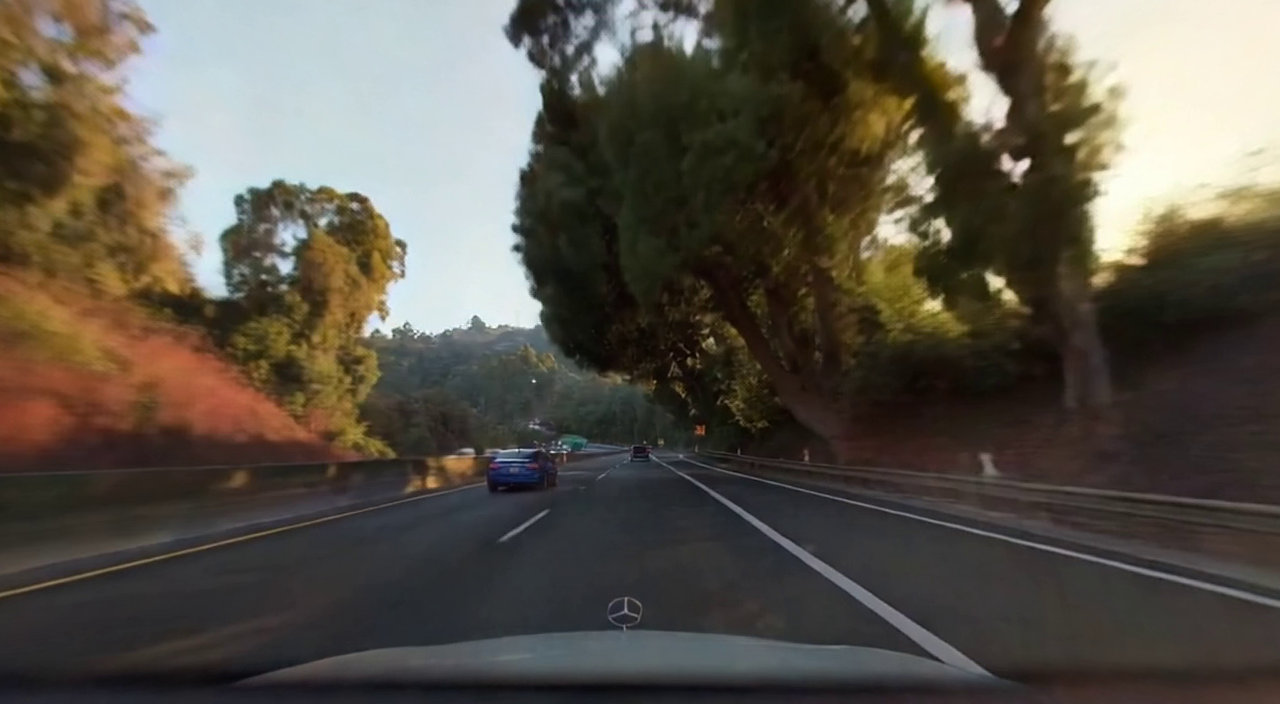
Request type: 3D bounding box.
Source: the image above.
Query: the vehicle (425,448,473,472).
[{"bbox_3d":[-13.220,7.487,43.896,1.904,1.580,4.453,0,-9,1],"label":"vehicle"}]

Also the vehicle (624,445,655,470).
[{"bbox_3d":[-0.018,7.176,43.072,2.011,1.590,3.607,0,-9,1],"label":"vehicle"}]

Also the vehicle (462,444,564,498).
[{"bbox_3d":[-3.810,3.661,19.830,2.157,1.483,4.601,0,-9,1],"label":"vehicle"}]
